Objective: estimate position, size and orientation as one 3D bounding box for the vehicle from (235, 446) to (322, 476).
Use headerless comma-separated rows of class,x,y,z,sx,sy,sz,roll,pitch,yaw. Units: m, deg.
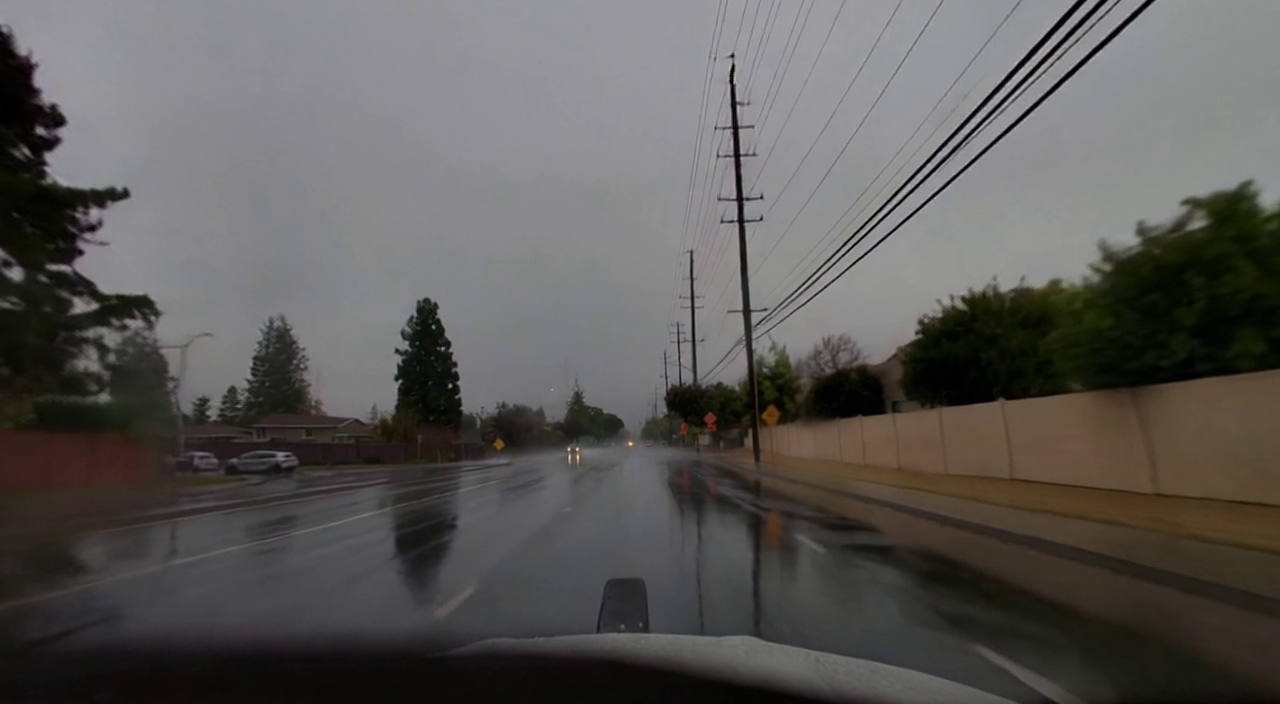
vehicle,-25.177,7.540,43.905,5.246,1.961,2.280,-3,-8,20
